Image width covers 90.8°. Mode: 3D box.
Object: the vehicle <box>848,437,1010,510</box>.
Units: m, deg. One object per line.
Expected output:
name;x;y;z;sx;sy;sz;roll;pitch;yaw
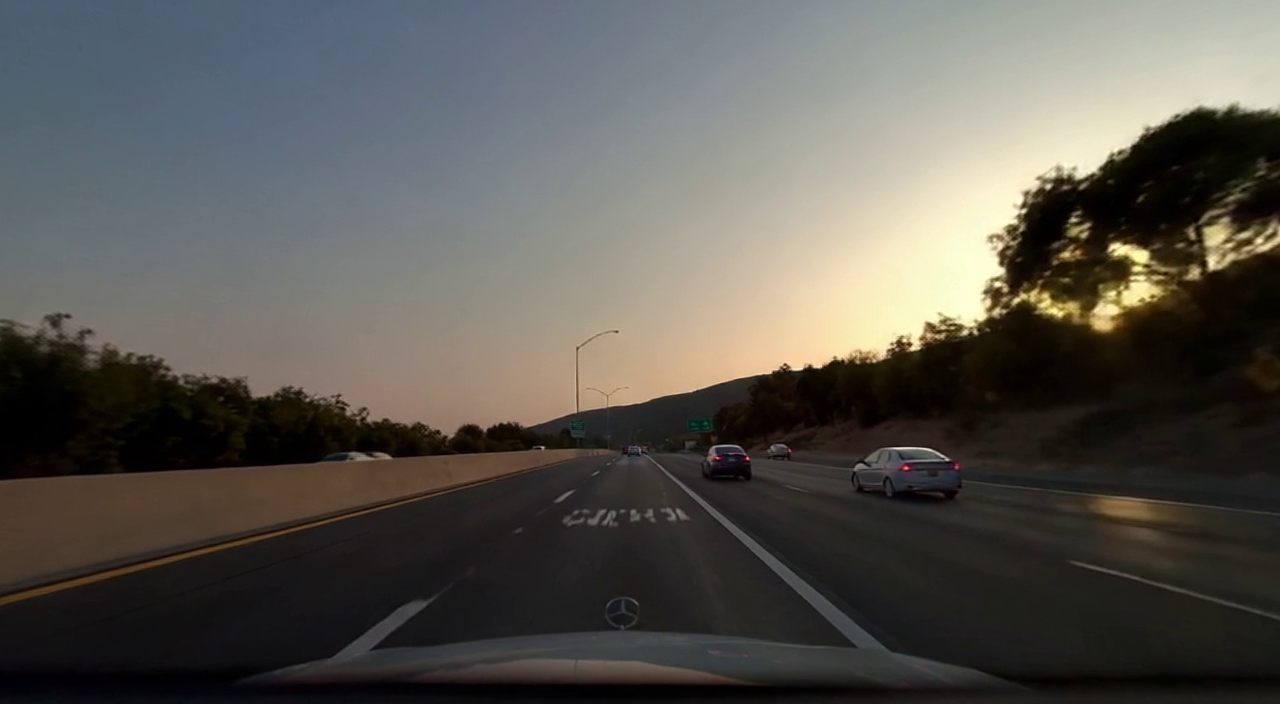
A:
vehicle;6.814;2.894;15.467;2.038;1.528;3.910;0;-9;-1

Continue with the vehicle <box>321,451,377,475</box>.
vehicle;-18.101;6.904;39.451;1.786;1.293;3.624;1;-8;-1

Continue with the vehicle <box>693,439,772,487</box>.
vehicle;3.196;3.944;22.740;2.056;1.553;4.320;0;-9;-1
